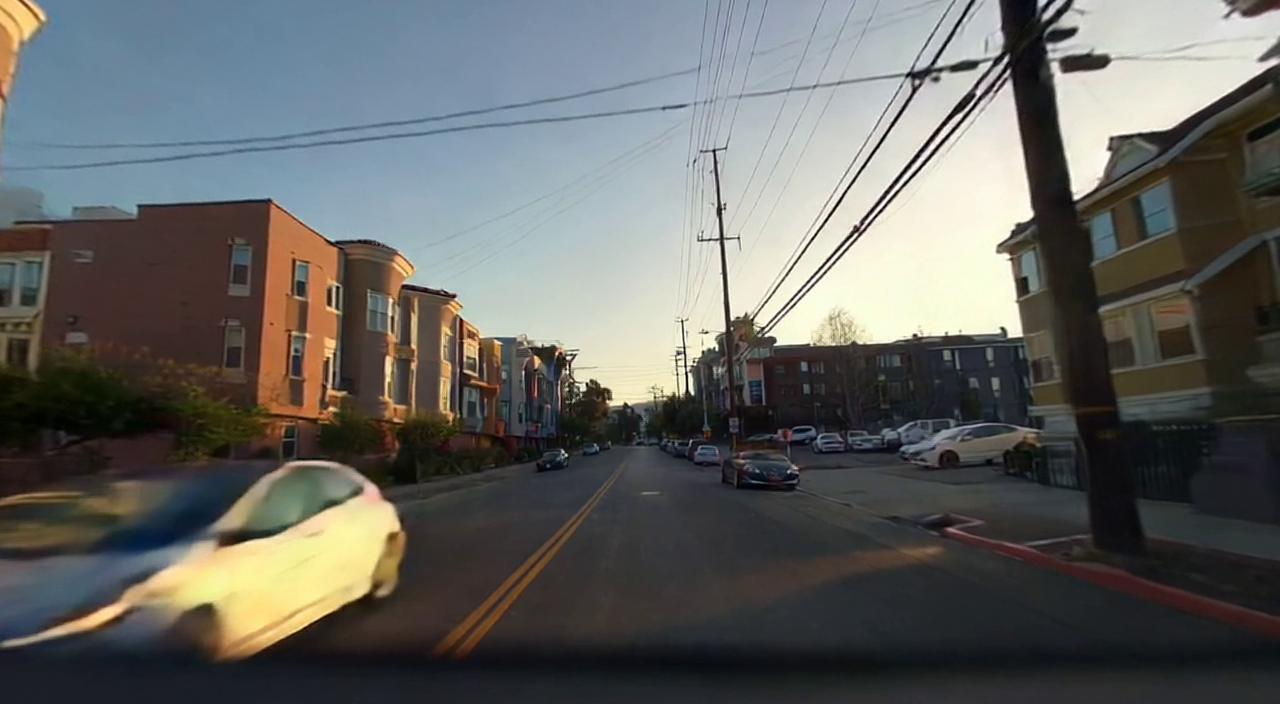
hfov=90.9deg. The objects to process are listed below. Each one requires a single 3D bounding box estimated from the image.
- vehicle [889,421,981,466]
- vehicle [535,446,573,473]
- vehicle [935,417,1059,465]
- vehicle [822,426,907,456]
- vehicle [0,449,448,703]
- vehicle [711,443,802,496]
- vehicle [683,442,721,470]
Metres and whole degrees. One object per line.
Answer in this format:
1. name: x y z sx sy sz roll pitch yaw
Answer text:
1. vehicle: 10.600 3.313 22.947 1.801 1.491 3.488 -1 -8 4
2. vehicle: -5.849 7.358 43.403 1.913 1.672 4.267 -1 -8 1
3. vehicle: 12.852 3.276 23.083 1.997 1.546 4.370 -1 -9 1
4. vehicle: 13.263 5.310 37.606 1.897 1.659 4.648 4 -9 -28
5. vehicle: -3.100 1.475 4.545 2.052 1.483 4.276 -1 -8 1
6. vehicle: 3.530 3.623 20.010 1.928 1.440 4.738 0 -8 0
7. vehicle: 3.794 6.395 38.997 1.914 1.591 3.892 0 -8 0
